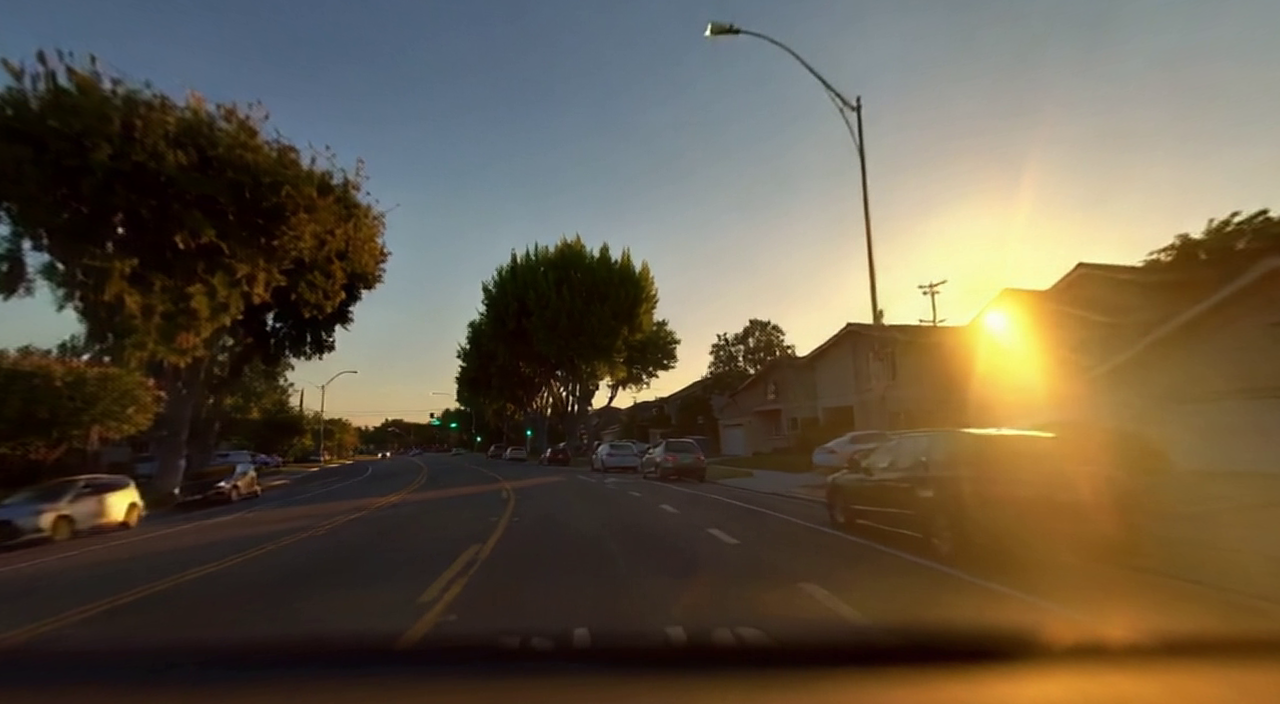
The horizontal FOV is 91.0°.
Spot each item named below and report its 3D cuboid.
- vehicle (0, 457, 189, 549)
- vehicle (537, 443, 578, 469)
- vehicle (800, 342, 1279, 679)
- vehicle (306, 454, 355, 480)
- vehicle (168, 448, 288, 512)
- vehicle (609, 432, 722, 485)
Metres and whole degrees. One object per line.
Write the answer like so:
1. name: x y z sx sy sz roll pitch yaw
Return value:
1. vehicle: -12.596 3.269 13.999 2.292 1.499 4.661 -5 -7 -9
2. vehicle: -6.414 7.956 48.469 2.348 1.804 5.207 1 -8 -16
3. vehicle: 4.305 1.445 7.136 2.402 1.889 6.910 4 -9 -7
4. vehicle: -21.435 7.951 43.743 1.932 1.468 4.305 -5 -7 -12
5. vehicle: -14.687 4.514 22.767 1.992 1.677 4.499 -5 -6 -11
6. vehicle: 0.799 4.357 25.876 2.723 1.785 7.174 4 -10 -13
